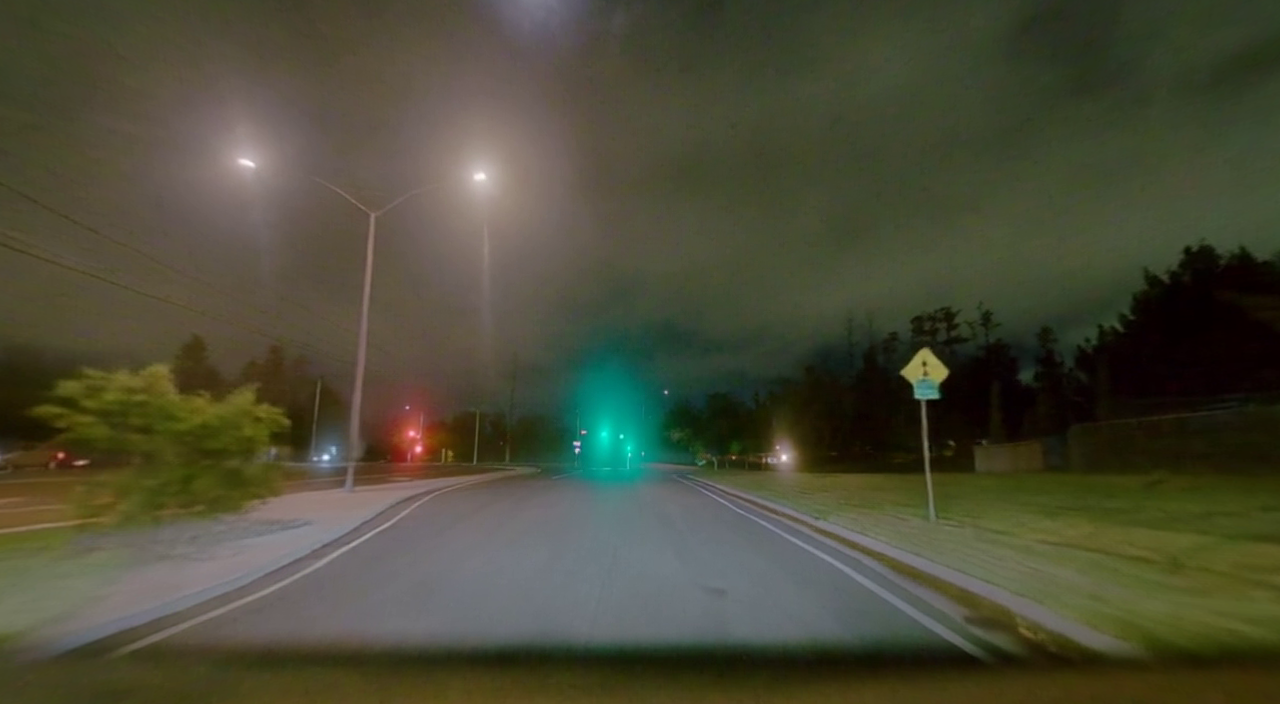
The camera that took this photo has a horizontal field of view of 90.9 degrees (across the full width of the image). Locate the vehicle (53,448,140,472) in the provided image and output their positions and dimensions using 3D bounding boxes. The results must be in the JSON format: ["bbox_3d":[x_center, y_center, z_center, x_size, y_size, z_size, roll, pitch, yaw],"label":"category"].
[{"bbox_3d":[-34.818,6.927,40.551,1.839,1.435,4.271,0,-9,-1],"label":"vehicle"}]

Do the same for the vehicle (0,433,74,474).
[{"bbox_3d":[-34.472,5.507,34.267,2.281,2.125,5.526,0,-9,-1],"label":"vehicle"}]
